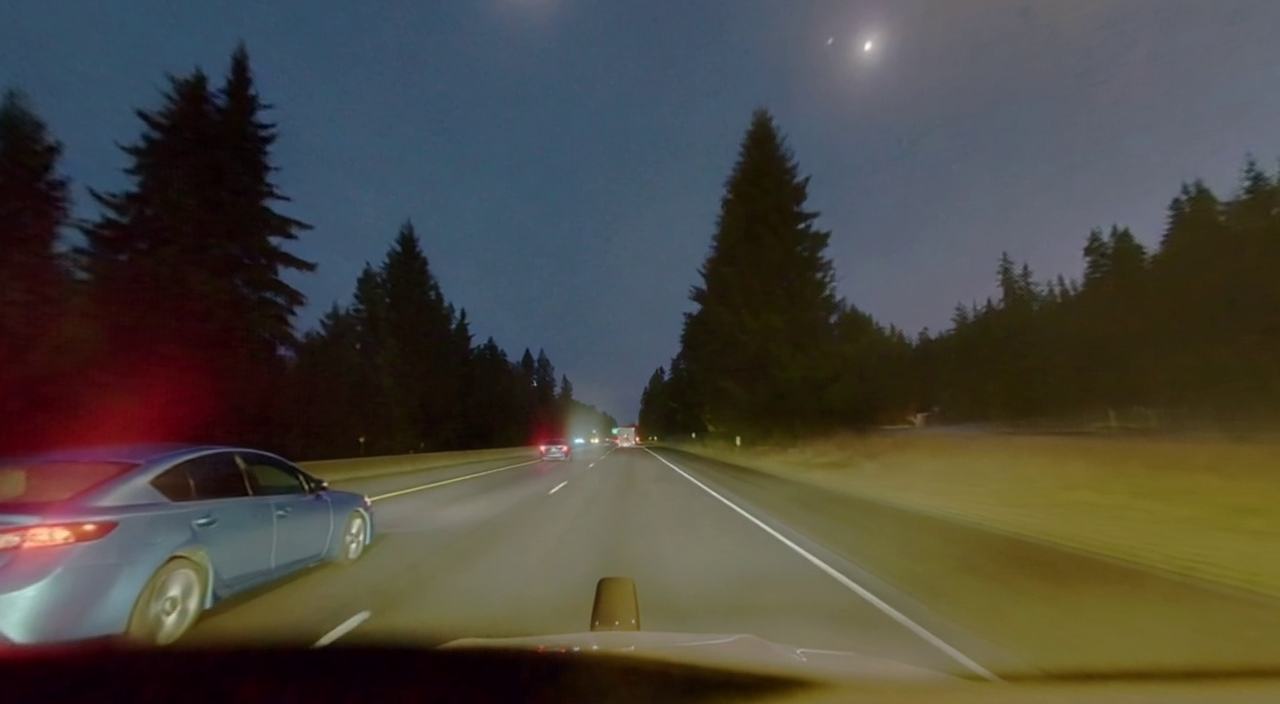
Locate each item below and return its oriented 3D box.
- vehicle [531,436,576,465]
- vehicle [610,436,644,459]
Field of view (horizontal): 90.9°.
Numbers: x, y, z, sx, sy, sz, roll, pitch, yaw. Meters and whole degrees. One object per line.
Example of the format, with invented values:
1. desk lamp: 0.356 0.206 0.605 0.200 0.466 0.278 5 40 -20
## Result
1. vehicle: -4.508 5.174 33.367 1.907 1.445 4.049 0 -8 -2
2. vehicle: -0.858 6.435 42.748 2.162 1.460 4.242 0 -8 0
